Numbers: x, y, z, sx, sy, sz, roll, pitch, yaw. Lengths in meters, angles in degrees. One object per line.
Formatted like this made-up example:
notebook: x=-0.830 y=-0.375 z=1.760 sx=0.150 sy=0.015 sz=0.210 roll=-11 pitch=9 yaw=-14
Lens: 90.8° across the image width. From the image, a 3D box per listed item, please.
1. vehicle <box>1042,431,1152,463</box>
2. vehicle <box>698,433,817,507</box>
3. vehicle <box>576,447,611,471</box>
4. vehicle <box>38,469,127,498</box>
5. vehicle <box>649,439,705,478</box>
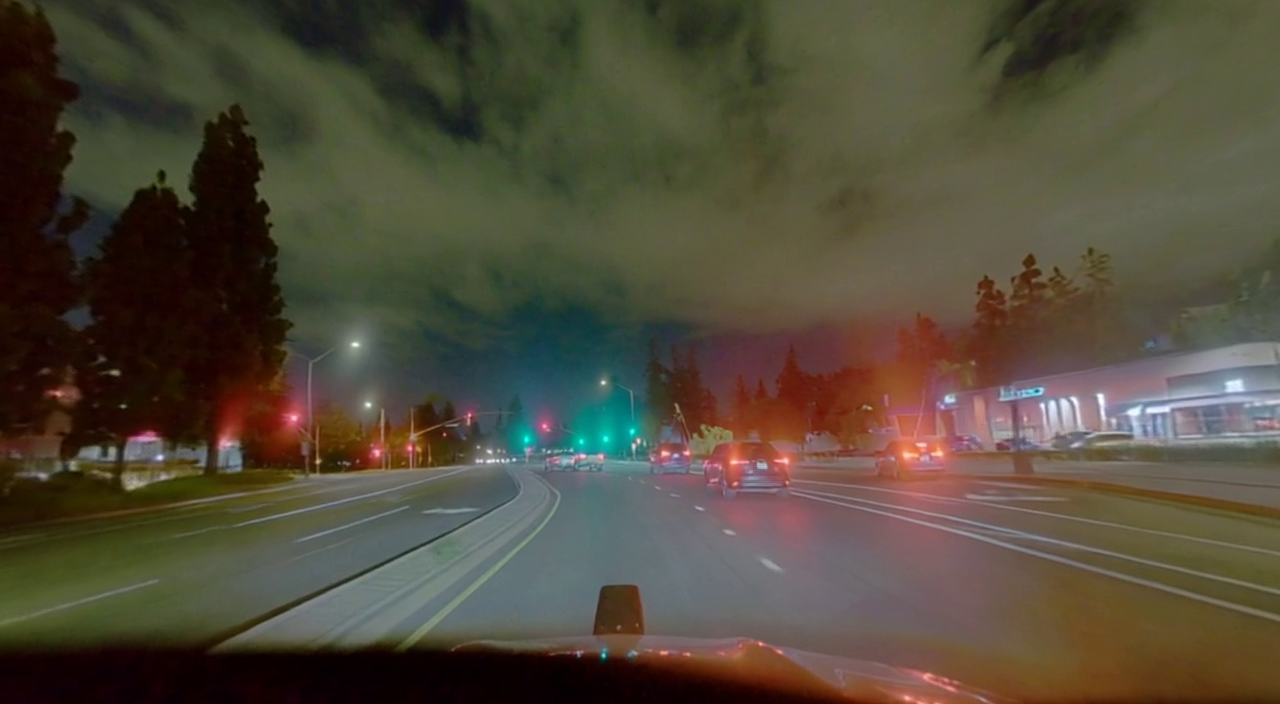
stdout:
vehicle: x=26.950 y=5.630 z=37.386 sx=4.736 sy=1.755 sz=2.221 roll=0 pitch=-8 yaw=-2
vehicle: x=2.794 y=2.934 z=16.083 sx=1.966 sy=1.596 sz=3.980 roll=0 pitch=-9 yaw=-5
vehicle: x=-3.167 y=7.185 z=42.515 sx=2.068 sy=1.512 sz=3.987 roll=1 pitch=-9 yaw=-8
vehicle: x=-31.706 y=7.463 z=36.098 sx=1.600 sy=1.375 sz=4.319 roll=0 pitch=-9 yaw=-8
vehicle: x=1.736 y=5.242 z=31.309 sx=2.046 sy=1.768 sz=4.370 roll=0 pitch=-9 yaw=-6
